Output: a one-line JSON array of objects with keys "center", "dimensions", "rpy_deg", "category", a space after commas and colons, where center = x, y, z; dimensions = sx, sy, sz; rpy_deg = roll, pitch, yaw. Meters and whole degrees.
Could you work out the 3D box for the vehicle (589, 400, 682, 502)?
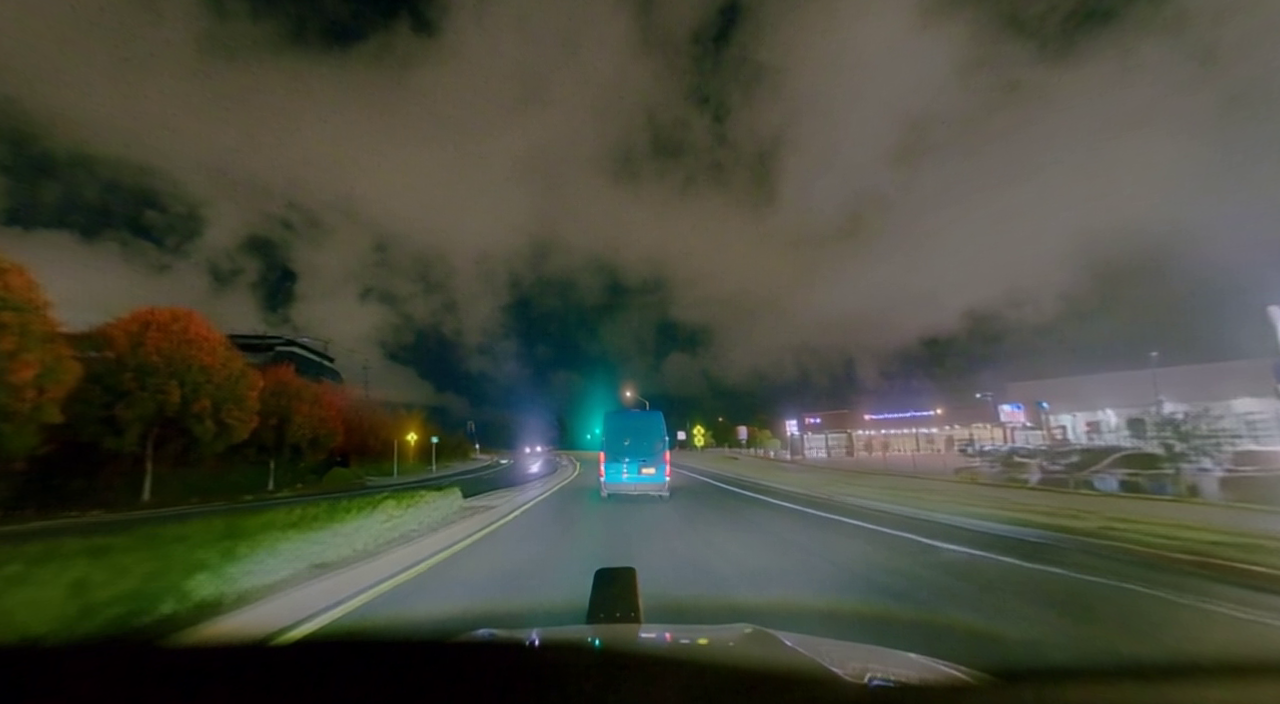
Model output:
[{"center": [-0.178, 3.024, 19.299], "dimensions": [2.432, 2.624, 5.670], "rpy_deg": [0, -9, -1], "category": "vehicle"}]
